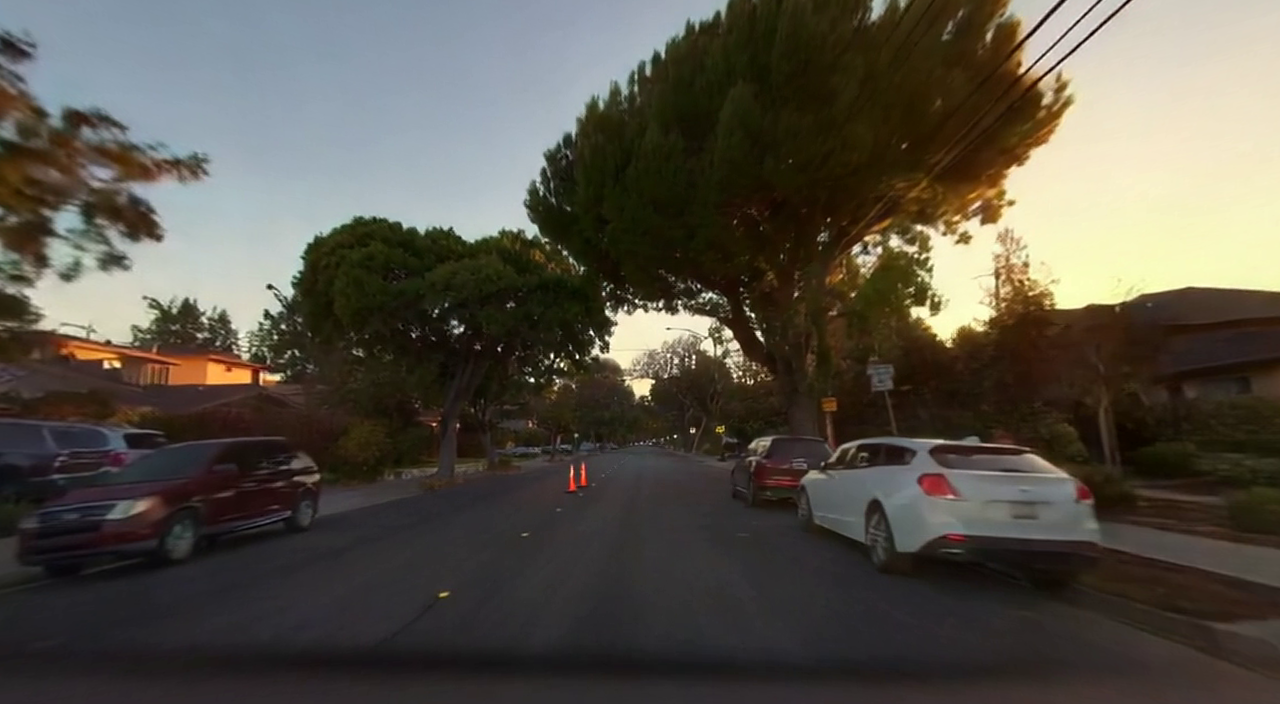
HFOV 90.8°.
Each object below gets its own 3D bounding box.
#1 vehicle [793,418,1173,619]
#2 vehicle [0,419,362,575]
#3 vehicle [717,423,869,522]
[{"bbox_3d":[3.344,1.683,7.472,1.896,1.602,4.571,0,-8,0],"label":"vehicle"},{"bbox_3d":[-6.922,2.202,10.416,2.266,1.877,5.167,-1,-9,1],"label":"vehicle"},{"bbox_3d":[3.032,2.509,13.769,2.056,1.741,4.810,0,-8,-1],"label":"vehicle"}]
